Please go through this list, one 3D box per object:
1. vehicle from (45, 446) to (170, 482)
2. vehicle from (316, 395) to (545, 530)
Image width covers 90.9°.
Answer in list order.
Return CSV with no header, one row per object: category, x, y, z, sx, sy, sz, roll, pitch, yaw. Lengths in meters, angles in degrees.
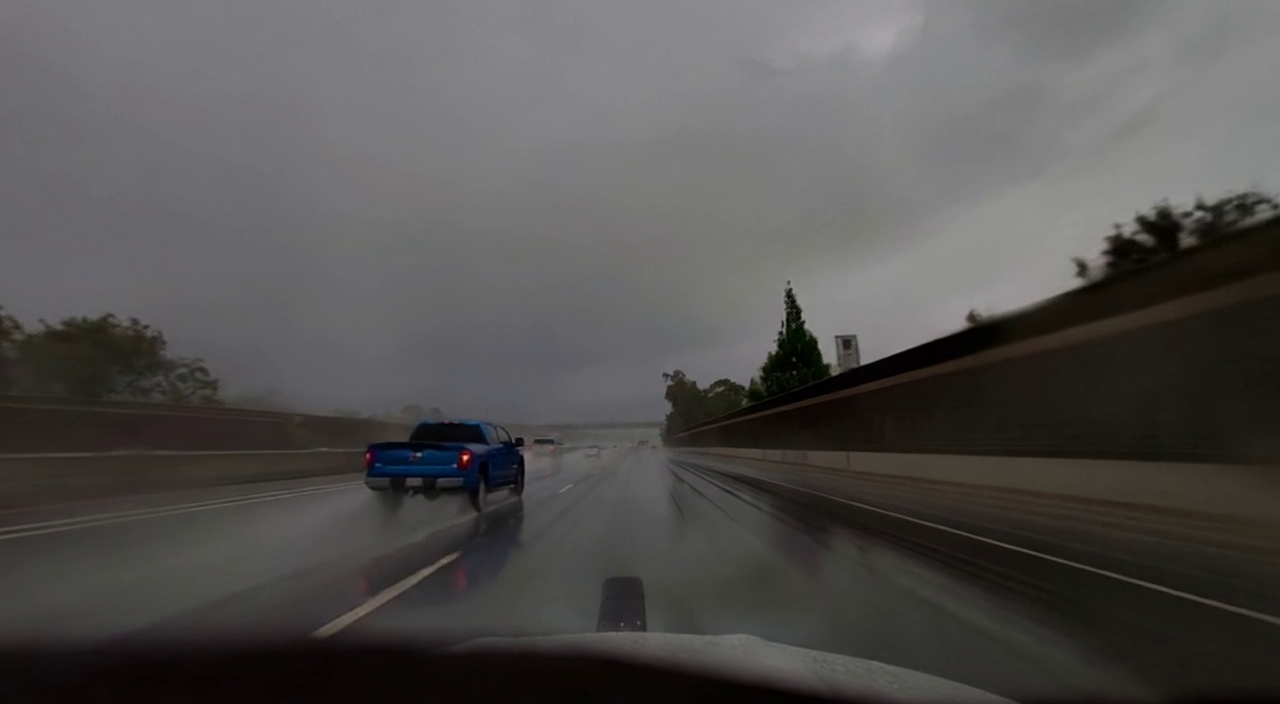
vehicle,-25.646,5.371,30.628,1.930,1.587,4.711,0,-8,0
vehicle,-3.859,2.242,13.370,2.604,2.170,6.271,0,-8,1
